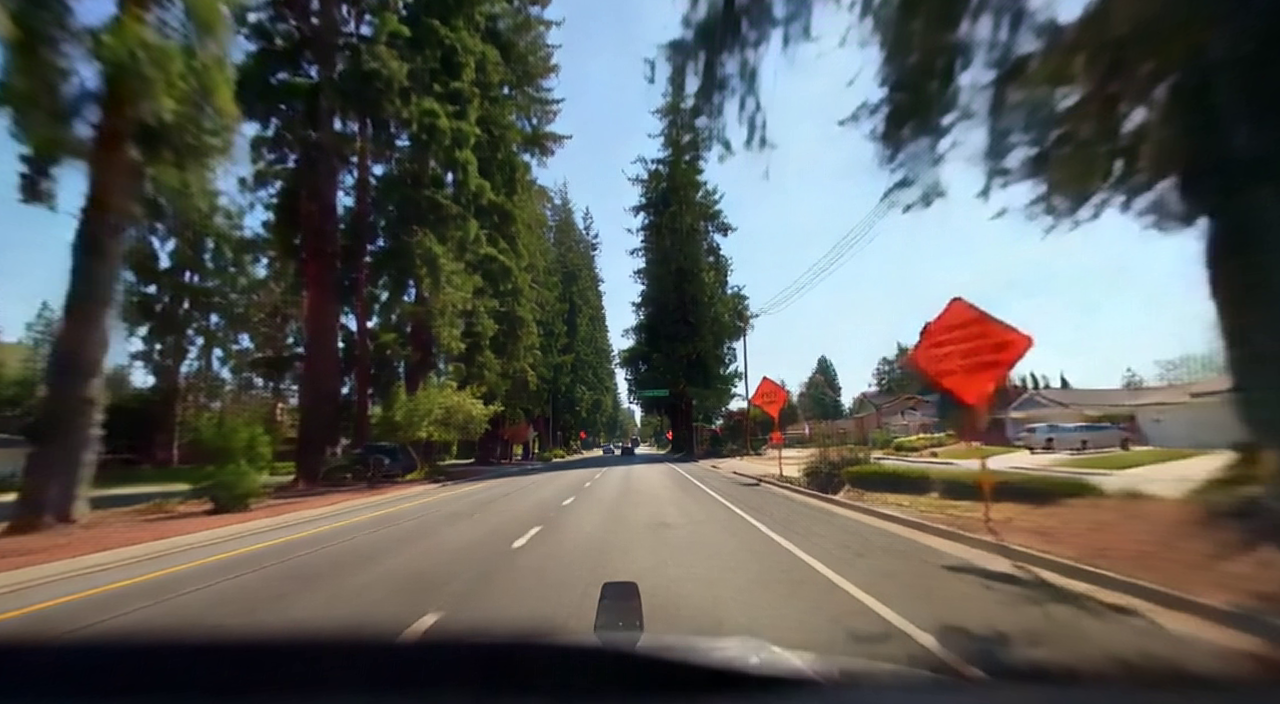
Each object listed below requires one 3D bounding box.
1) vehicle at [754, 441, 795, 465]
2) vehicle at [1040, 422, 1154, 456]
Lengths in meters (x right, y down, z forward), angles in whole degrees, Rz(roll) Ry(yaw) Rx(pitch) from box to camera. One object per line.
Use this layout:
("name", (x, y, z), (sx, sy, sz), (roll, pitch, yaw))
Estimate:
("vehicle", (8.500, 6.358, 40.127), (1.733, 1.449, 3.764), (0, -8, -1))
("vehicle", (25.502, 4.871, 35.400), (4.601, 1.801, 2.122), (0, -8, 2))
